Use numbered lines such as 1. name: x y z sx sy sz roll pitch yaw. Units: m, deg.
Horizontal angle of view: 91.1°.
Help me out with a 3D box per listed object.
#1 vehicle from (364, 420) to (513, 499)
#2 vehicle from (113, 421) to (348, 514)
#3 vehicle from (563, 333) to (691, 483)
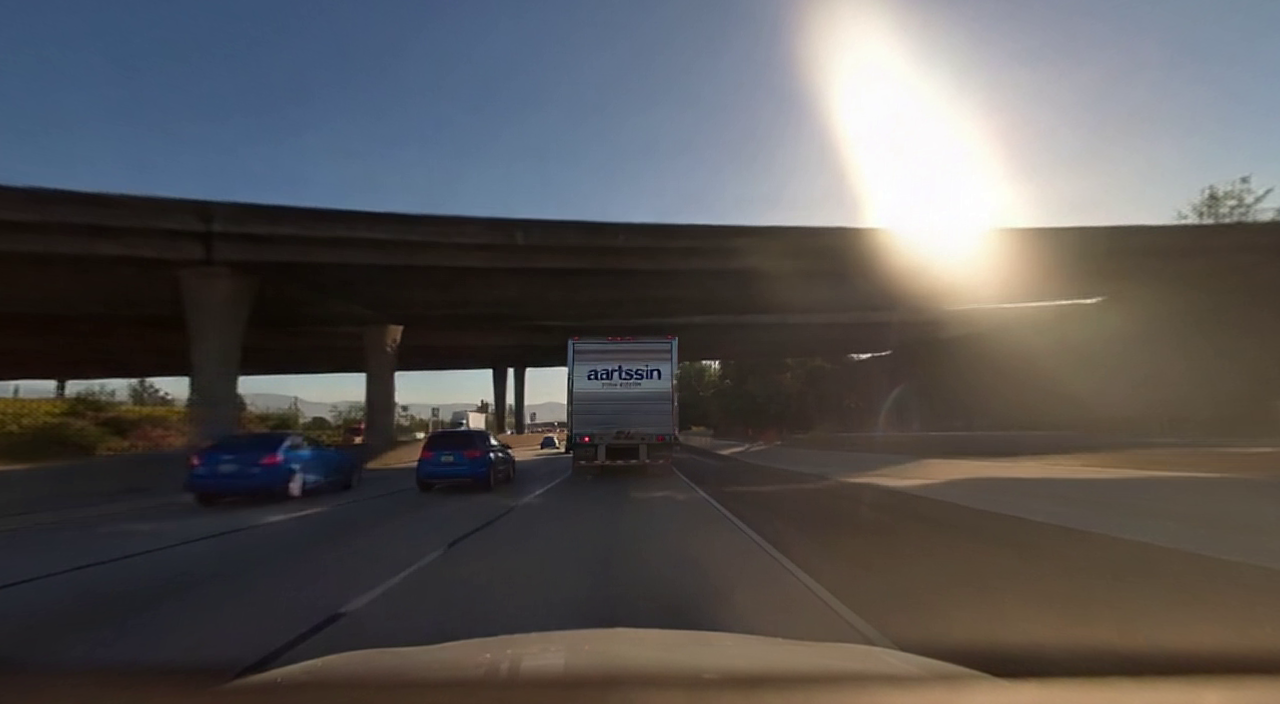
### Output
1. vehicle: -4.738 2.582 15.698 2.052 1.639 4.894 0 -8 0
2. vehicle: -8.001 2.266 12.938 1.944 1.565 4.383 0 -8 -1
3. vehicle: -0.443 2.215 22.559 3.442 4.106 10.719 0 -8 -1
